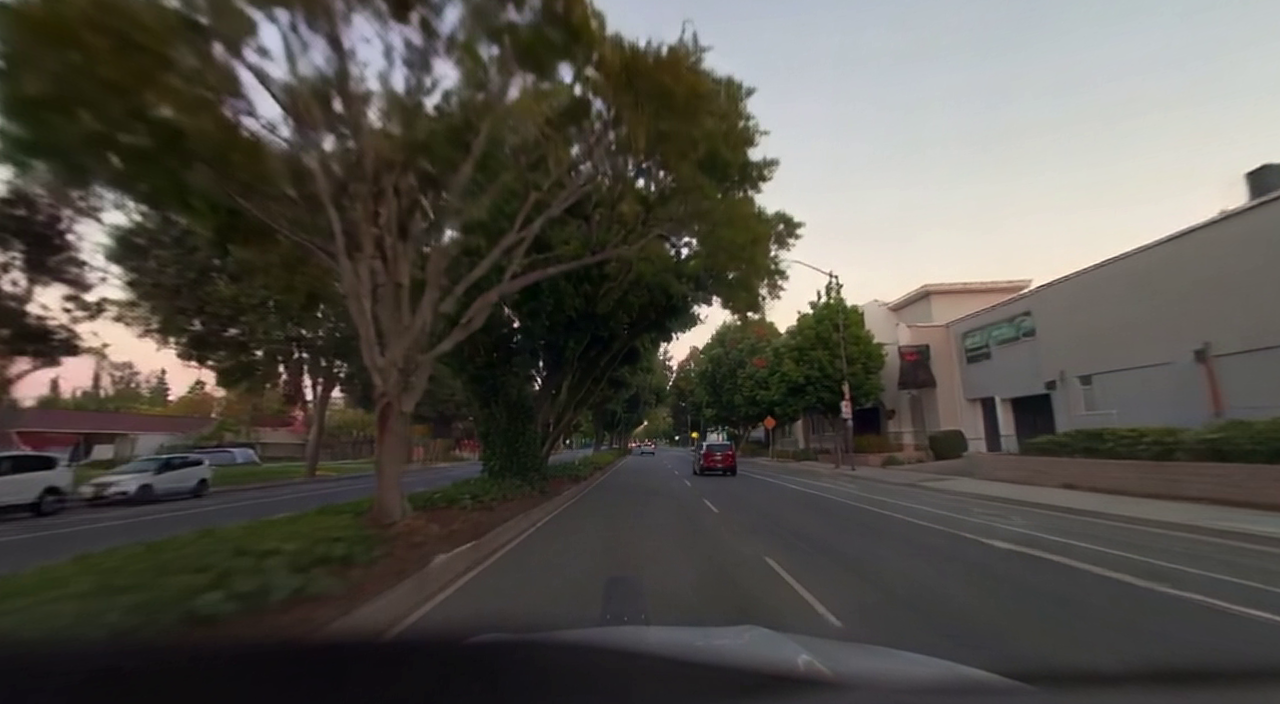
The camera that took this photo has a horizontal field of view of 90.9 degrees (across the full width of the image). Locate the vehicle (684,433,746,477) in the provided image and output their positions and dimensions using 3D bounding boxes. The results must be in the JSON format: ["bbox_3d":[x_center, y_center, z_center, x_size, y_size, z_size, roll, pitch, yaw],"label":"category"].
[{"bbox_3d":[3.178,4.472,27.714,2.143,1.759,4.378,0,-8,-1],"label":"vehicle"}]

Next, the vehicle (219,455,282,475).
[{"bbox_3d":[-30.722,8.899,49.889,1.875,1.477,4.858,0,-9,1],"label":"vehicle"}]

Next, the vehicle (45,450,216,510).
[{"bbox_3d":[-16.538,4.137,20.834,1.980,1.695,4.350,0,-8,0],"label":"vehicle"}]
